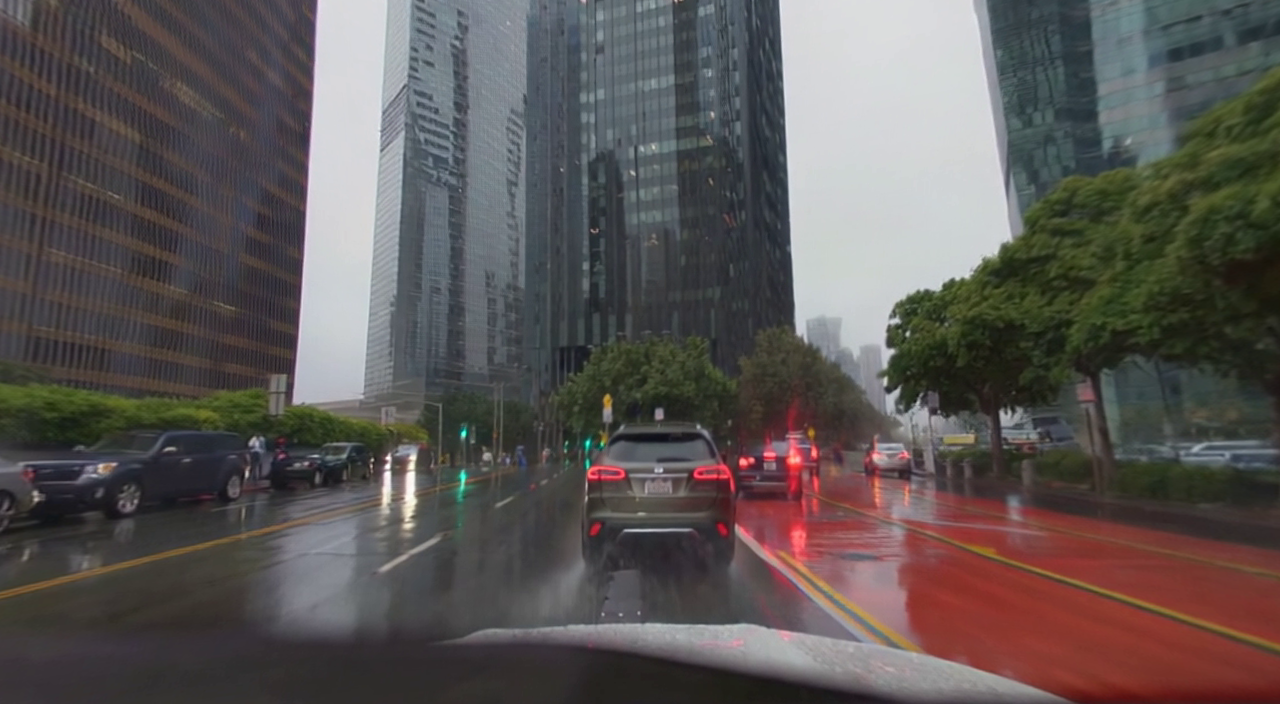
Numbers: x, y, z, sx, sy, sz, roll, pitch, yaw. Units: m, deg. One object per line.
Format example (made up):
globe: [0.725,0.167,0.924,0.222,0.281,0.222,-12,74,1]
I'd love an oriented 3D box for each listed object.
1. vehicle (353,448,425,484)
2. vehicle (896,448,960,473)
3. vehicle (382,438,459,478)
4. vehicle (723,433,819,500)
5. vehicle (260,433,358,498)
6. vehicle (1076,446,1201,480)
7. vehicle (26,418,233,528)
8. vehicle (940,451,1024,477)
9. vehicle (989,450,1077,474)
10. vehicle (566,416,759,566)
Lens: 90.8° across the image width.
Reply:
vehicle: [-11.219,5.073,28.556,1.791,1.463,4.210,0,-8,-4]
vehicle: [22.542,8.452,49.527,4.211,1.820,2.094,-6,-10,33]
vehicle: [-11.659,5.645,34.075,2.338,1.963,5.740,0,-8,-3]
vehicle: [3.877,3.473,19.573,2.143,1.793,4.763,0,-8,3]
vehicle: [-10.960,3.736,21.176,1.559,1.973,3.419,1,-8,-4]
vehicle: [31.209,6.916,39.826,5.890,1.996,2.155,-6,-10,35]
vehicle: [-10.334,2.439,13.166,1.543,1.946,3.454,1,-8,-5]
vehicle: [24.102,7.840,44.611,4.956,1.706,1.822,-6,-10,34]
vehicle: [28.390,7.914,45.749,5.153,1.626,1.895,-6,-10,36]
vehicle: [0.317,1.897,9.374,2.192,1.695,4.142,0,-8,2]
